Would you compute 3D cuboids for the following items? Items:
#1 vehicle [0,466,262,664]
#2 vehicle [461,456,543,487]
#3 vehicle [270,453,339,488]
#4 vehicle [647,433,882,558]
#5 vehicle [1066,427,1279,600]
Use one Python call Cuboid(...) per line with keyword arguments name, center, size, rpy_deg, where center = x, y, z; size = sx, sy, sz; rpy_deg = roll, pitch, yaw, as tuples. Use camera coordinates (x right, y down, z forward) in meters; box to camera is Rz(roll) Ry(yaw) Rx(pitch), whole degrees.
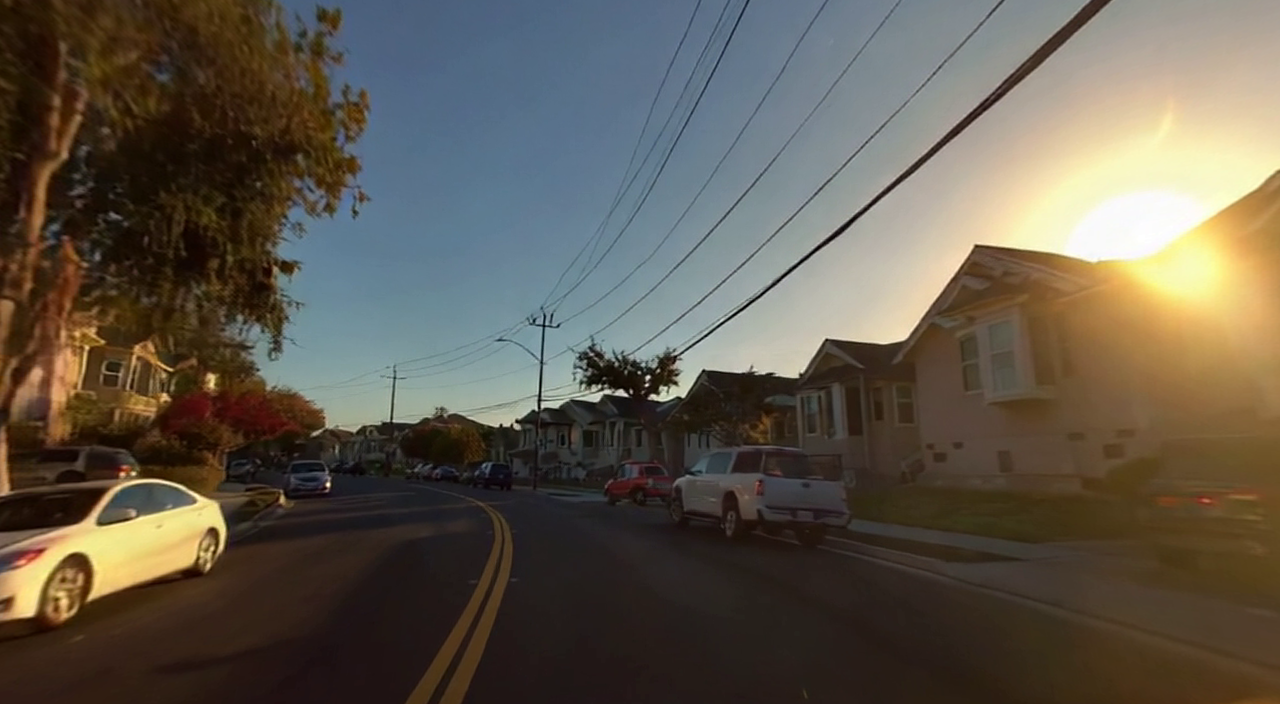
Cuboid(name="vehicle", center=(-6.541, 2.099, 7.145), size=(2.197, 1.462, 4.524), rpy_deg=(1, -9, -8))
Cuboid(name="vehicle", center=(-10.230, 8.902, 46.958), size=(5.523, 2.018, 2.216), rpy_deg=(9, -18, -38))
Cuboid(name="vehicle", center=(-15.558, 5.407, 29.182), size=(1.930, 1.451, 4.338), rpy_deg=(7, -11, -38))
Cuboid(name="vehicle", center=(2.139, 2.755, 12.921), size=(2.449, 1.869, 5.504), rpy_deg=(7, -10, -15))
Cuboid(name="vehicle", center=(8.280, 1.871, 7.994), size=(4.386, 1.734, 2.199), rpy_deg=(2, -9, -11))
